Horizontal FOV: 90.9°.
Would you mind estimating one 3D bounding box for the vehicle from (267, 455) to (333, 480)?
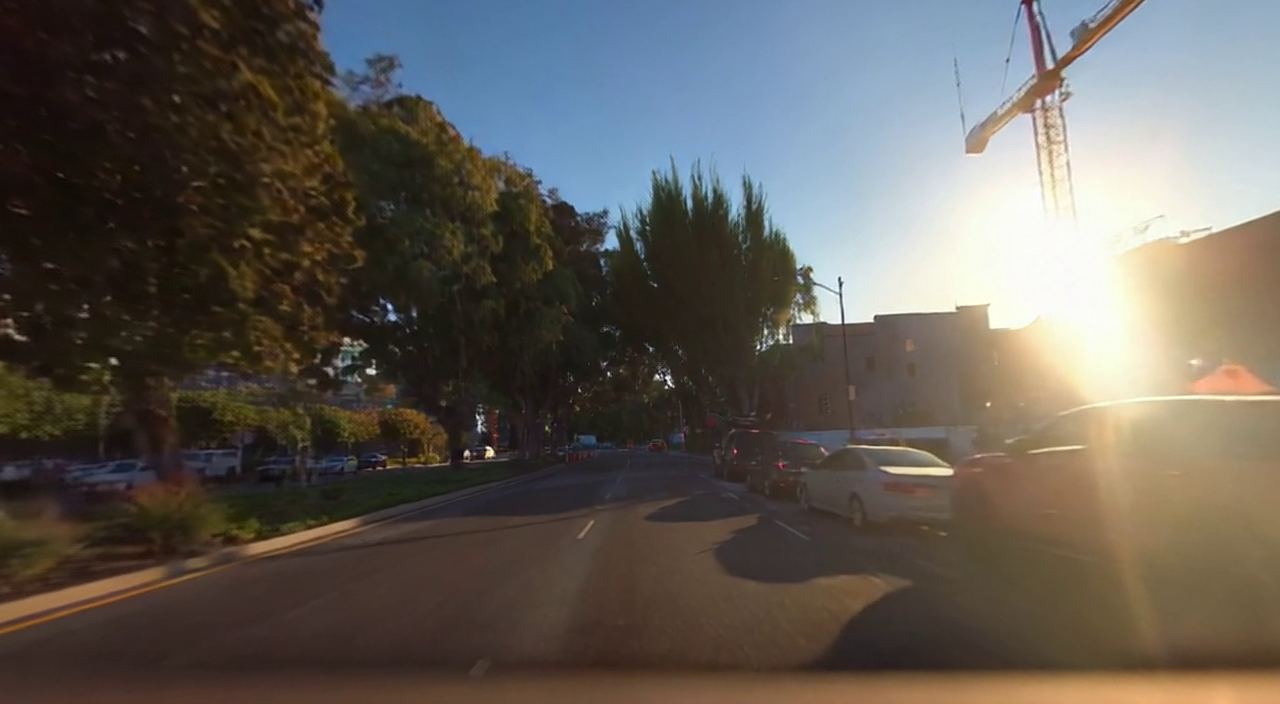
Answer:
[{"bbox_3d":[-21.525,7.319,40.138,1.834,1.441,4.416,0,-8,-2],"label":"vehicle"}]

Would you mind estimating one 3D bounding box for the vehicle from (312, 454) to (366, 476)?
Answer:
[{"bbox_3d":[-21.565,8.075,45.331,1.746,1.447,4.448,0,-8,0],"label":"vehicle"}]

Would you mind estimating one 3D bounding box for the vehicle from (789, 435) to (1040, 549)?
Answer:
[{"bbox_3d":[4.055,2.132,10.394,2.003,1.442,4.606,0,-8,-1],"label":"vehicle"}]

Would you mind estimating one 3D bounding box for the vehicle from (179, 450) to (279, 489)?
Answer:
[{"bbox_3d":[-21.452,6.109,33.183,2.027,1.855,4.908,0,-8,-2],"label":"vehicle"}]

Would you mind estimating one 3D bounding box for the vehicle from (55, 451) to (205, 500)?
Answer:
[{"bbox_3d":[-21.480,5.172,26.941,1.986,1.805,5.444,0,-8,-2],"label":"vehicle"}]

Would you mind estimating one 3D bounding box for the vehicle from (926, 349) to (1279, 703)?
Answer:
[{"bbox_3d":[4.275,1.117,4.606,2.050,1.832,4.794,0,-8,-1],"label":"vehicle"}]
